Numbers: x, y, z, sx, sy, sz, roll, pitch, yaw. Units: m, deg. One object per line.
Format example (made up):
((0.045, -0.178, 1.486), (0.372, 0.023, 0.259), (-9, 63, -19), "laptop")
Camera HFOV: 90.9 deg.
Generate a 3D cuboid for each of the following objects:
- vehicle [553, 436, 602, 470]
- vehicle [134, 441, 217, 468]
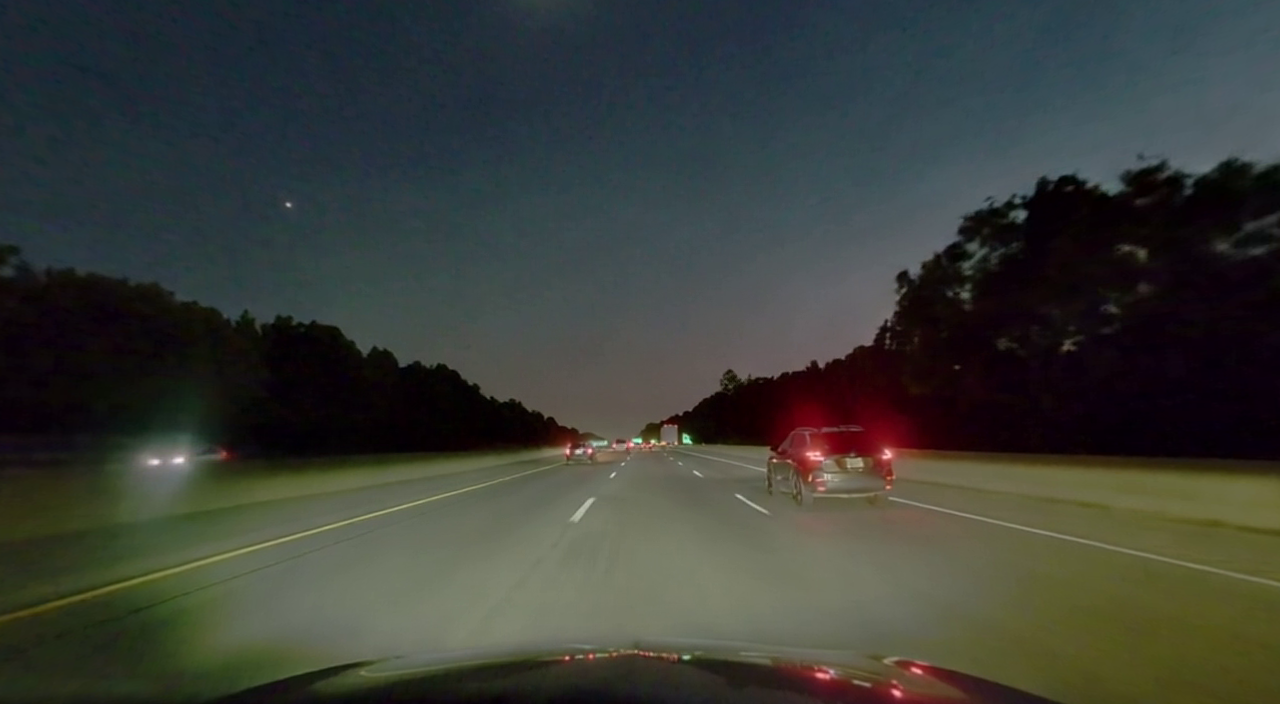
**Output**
((-3.058, 5.052, 31.633), (2.025, 1.571, 3.662), (0, -9, 1), "vehicle")
((-32.156, 7.078, 43.876), (1.901, 1.713, 5.070), (-1, -7, 0), "vehicle")
